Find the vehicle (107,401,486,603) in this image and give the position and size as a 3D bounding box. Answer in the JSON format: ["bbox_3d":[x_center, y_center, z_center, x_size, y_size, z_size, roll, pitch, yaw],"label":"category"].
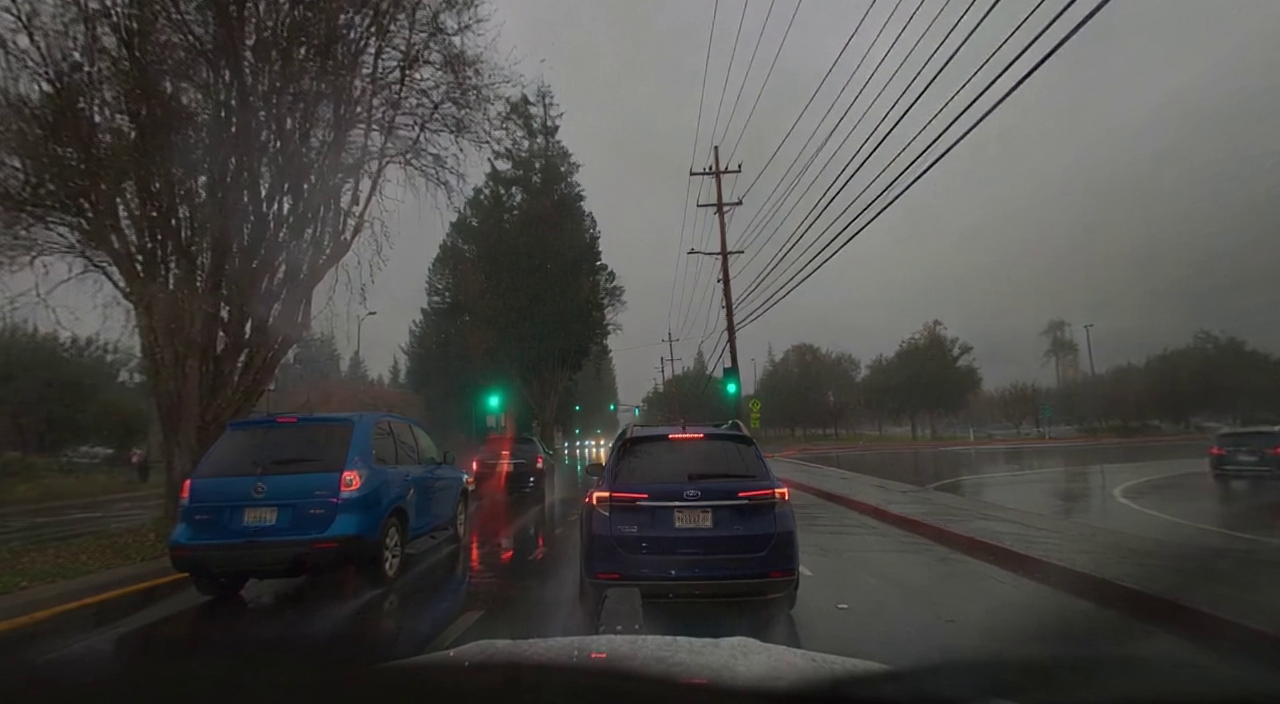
[{"bbox_3d":[-3.473,1.606,7.637,2.105,1.706,4.337,0,-9,0],"label":"vehicle"}]

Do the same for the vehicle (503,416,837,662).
[{"bbox_3d":[0.116,1.446,5.963,2.056,1.487,4.003,0,-9,-2],"label":"vehicle"}]

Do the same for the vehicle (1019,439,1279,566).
[{"bbox_3d":[8.387,2.151,9.920,1.993,1.508,4.521,0,-9,-1],"label":"vehicle"}]
